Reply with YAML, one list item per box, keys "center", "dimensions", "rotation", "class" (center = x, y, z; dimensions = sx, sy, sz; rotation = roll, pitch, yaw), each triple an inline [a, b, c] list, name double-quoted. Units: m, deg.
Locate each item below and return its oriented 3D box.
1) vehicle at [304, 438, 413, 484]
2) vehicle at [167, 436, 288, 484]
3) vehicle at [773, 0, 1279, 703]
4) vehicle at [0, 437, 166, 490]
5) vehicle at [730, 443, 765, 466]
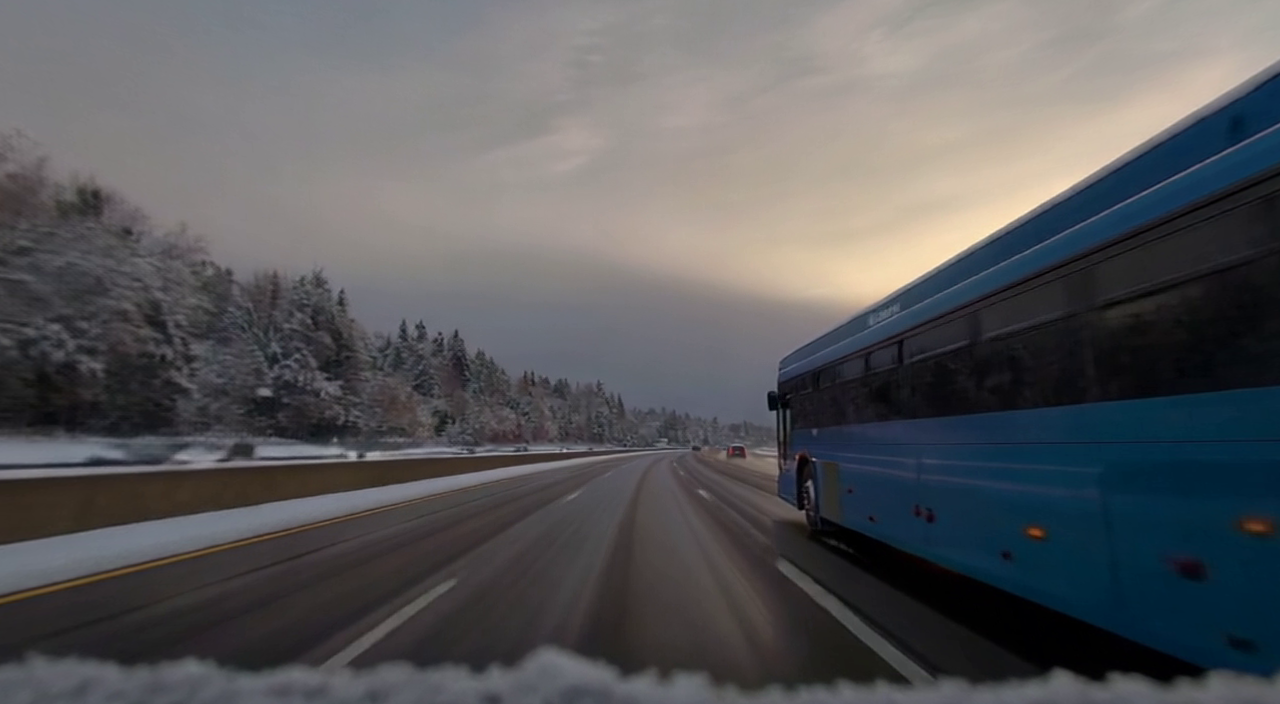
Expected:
- center: [-11.030, 4.279, 25.203]
  dimensions: [2.165, 1.646, 4.553]
  rotation: [0, -8, 1]
  class: "vehicle"
- center: [-17.517, 4.583, 27.148]
  dimensions: [1.979, 1.859, 4.587]
  rotation: [0, -8, 1]
  class: "vehicle"
- center: [4.160, 0.264, 5.237]
  dimensions: [3.144, 3.580, 14.591]
  rotation: [0, -8, 1]
  class: "vehicle"
- center: [-21.500, 4.280, 24.626]
  dimensions: [2.153, 1.821, 4.865]
  rotation: [0, -8, 1]
  class: "vehicle"
- center: [8.117, 7.737, 47.917]
  dimensions: [2.032, 1.654, 4.089]
  rotation: [0, -8, 1]
  class: "vehicle"
